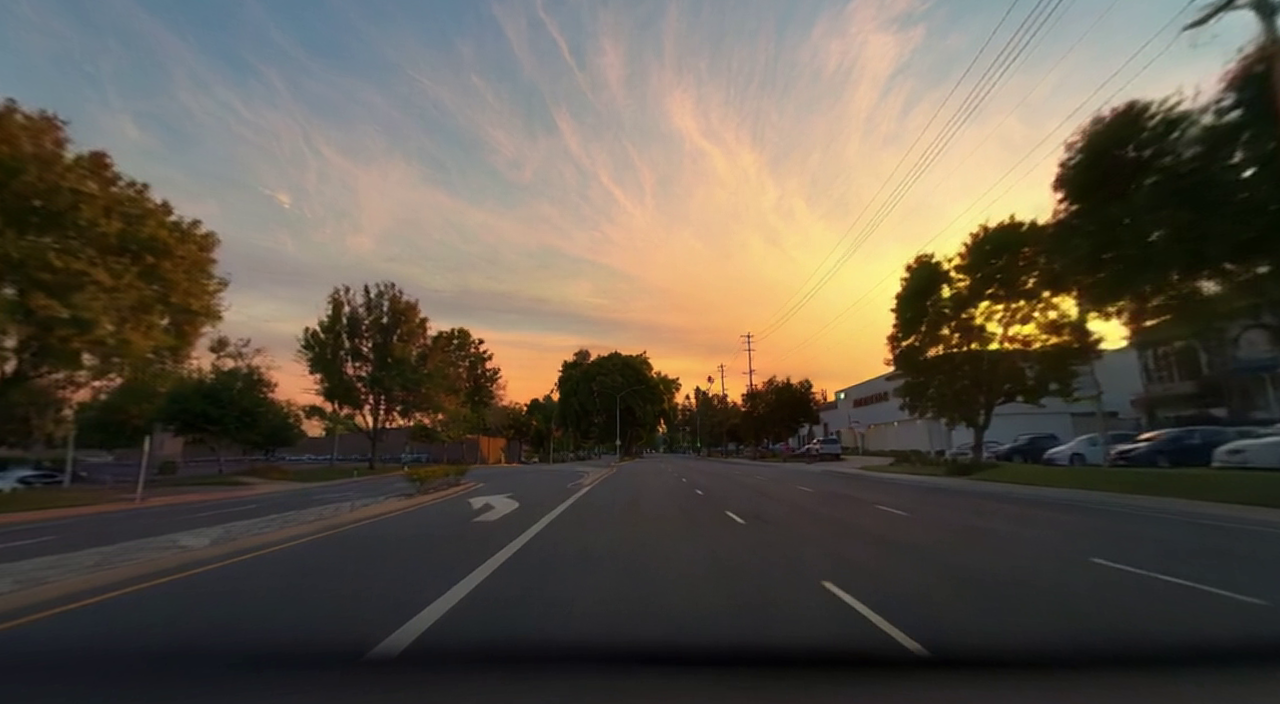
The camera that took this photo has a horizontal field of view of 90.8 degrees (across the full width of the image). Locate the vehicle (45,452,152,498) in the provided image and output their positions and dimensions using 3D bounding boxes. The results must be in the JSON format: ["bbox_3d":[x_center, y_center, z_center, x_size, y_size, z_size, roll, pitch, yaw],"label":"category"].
[{"bbox_3d":[-24.972,5.667,29.093,5.468,1.809,2.141,-9,-10,32],"label":"vehicle"}]

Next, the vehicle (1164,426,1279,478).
[{"bbox_3d":[20.011,3.241,20.544,4.082,1.567,2.011,0,-9,-1],"label":"vehicle"}]
